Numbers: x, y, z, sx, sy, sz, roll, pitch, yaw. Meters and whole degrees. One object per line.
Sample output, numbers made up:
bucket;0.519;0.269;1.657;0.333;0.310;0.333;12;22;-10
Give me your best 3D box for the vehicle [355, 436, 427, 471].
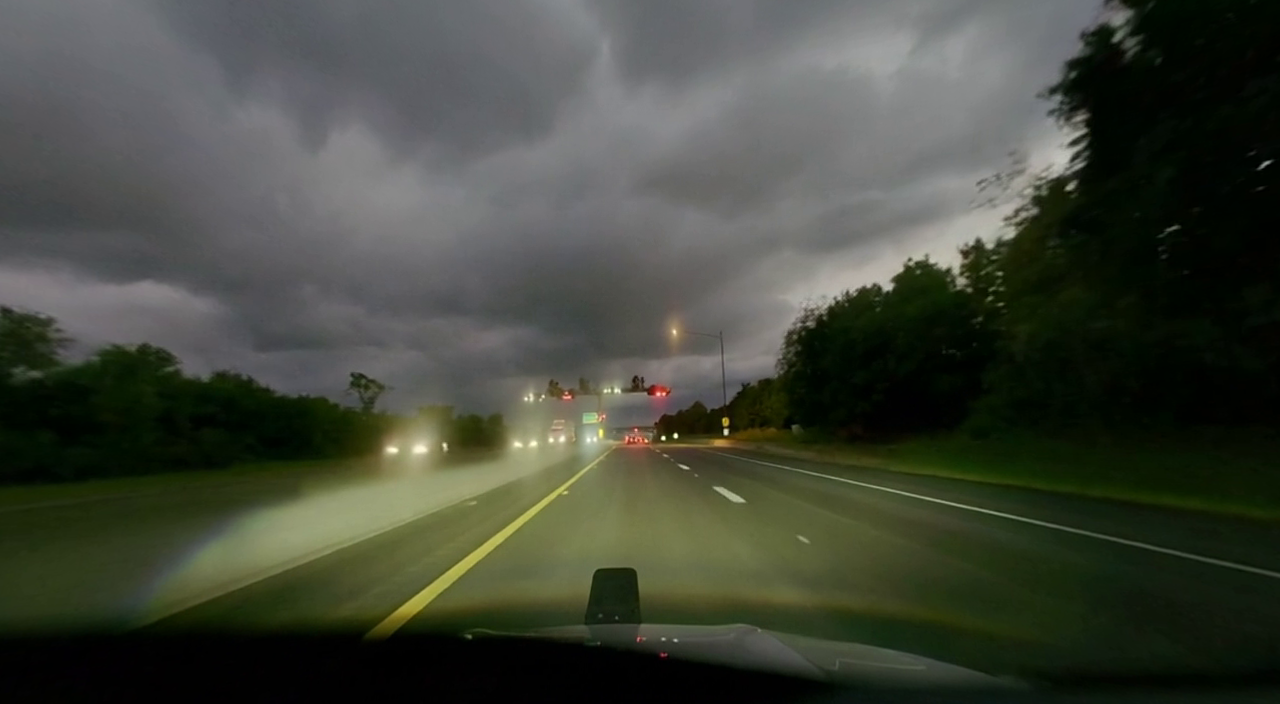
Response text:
vehicle;-12.617;5.140;32.180;2.010;1.648;4.058;0;-8;-1
